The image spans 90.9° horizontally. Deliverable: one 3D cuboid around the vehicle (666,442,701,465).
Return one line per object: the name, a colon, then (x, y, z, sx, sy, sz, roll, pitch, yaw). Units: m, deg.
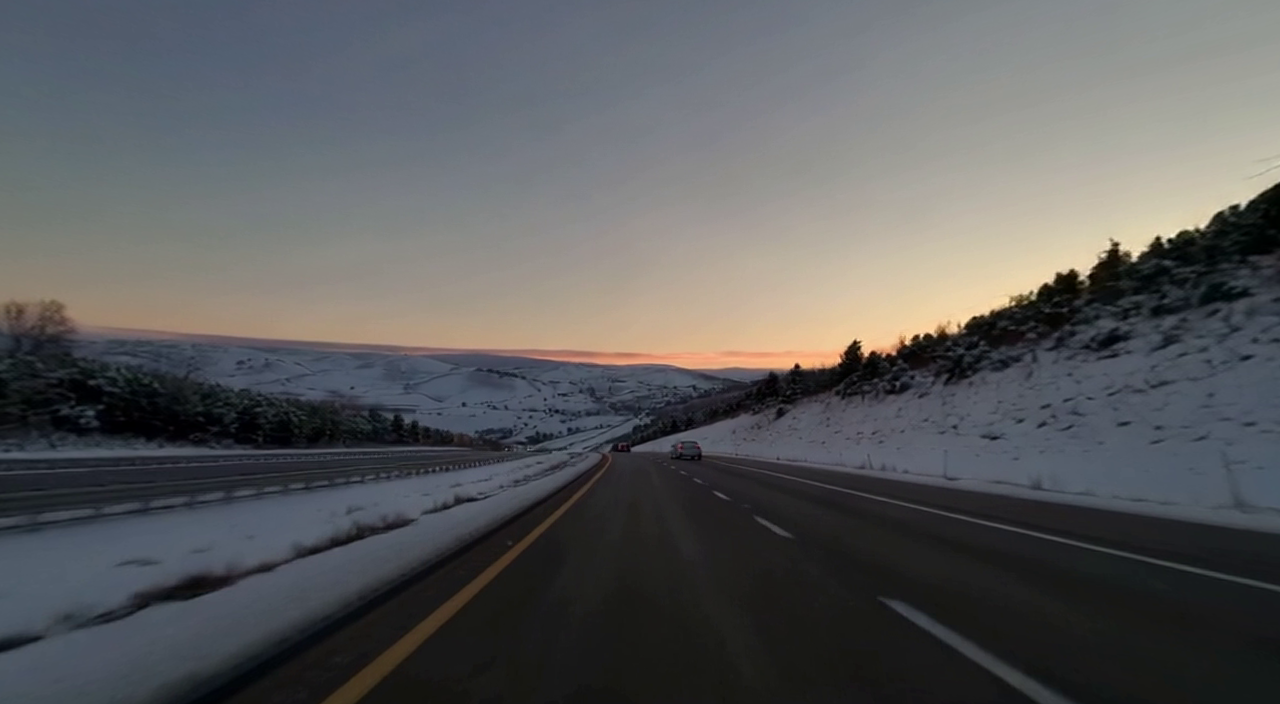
vehicle: (3.017, 7.175, 44.808, 1.960, 1.516, 4.657, 0, -8, -3)
